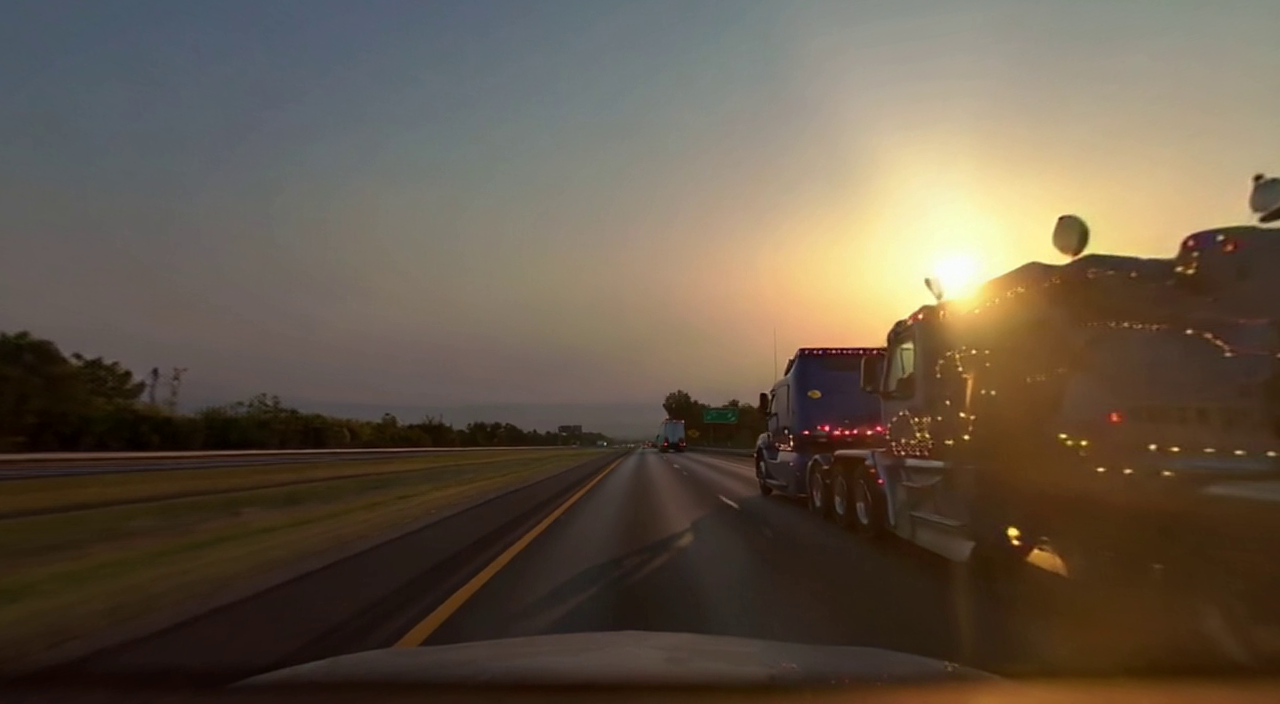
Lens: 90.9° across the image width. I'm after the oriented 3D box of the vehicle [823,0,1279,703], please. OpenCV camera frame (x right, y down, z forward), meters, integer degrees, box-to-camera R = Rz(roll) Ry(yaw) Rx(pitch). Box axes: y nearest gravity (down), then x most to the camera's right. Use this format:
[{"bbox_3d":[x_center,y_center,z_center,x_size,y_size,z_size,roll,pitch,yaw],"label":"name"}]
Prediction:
[{"bbox_3d":[3.987,-0.388,0.244,2.976,4.114,16.788,0,-8,1],"label":"vehicle"}]
